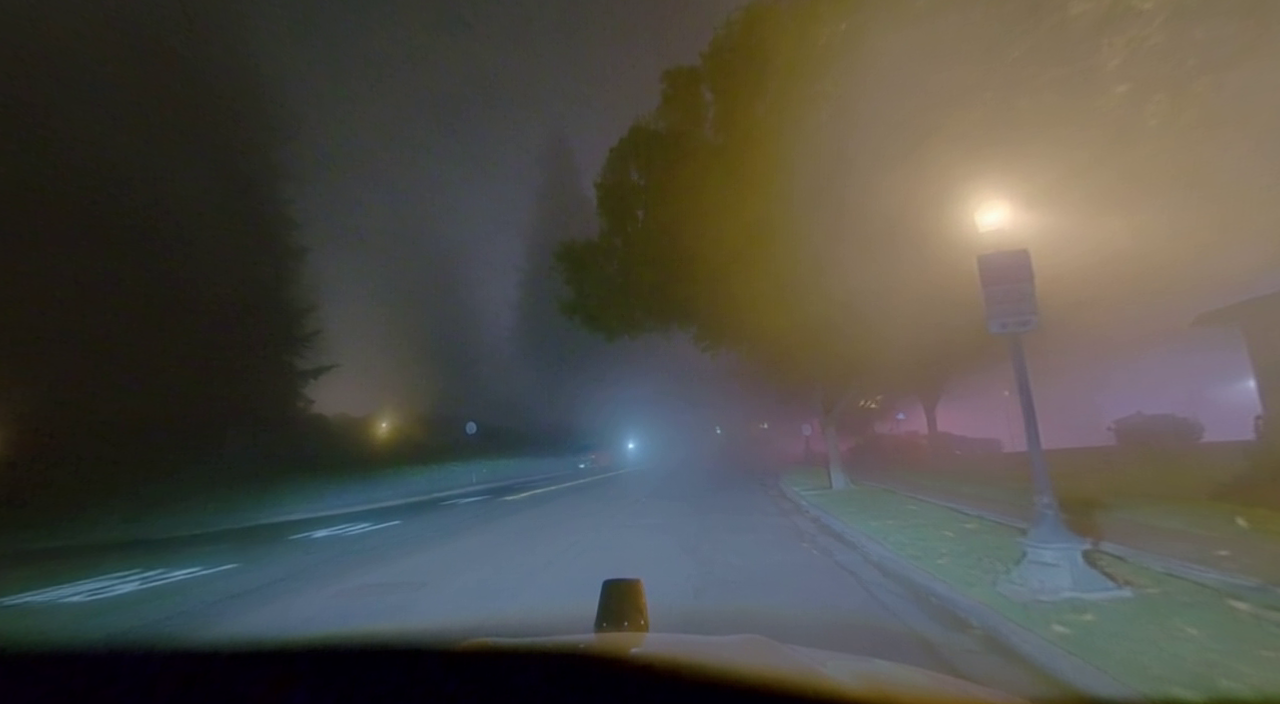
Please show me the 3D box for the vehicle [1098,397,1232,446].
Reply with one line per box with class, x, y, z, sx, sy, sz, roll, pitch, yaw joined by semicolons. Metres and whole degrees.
vehicle;18.956;2.620;23.080;1.806;1.481;4.671;-6;-10;14
